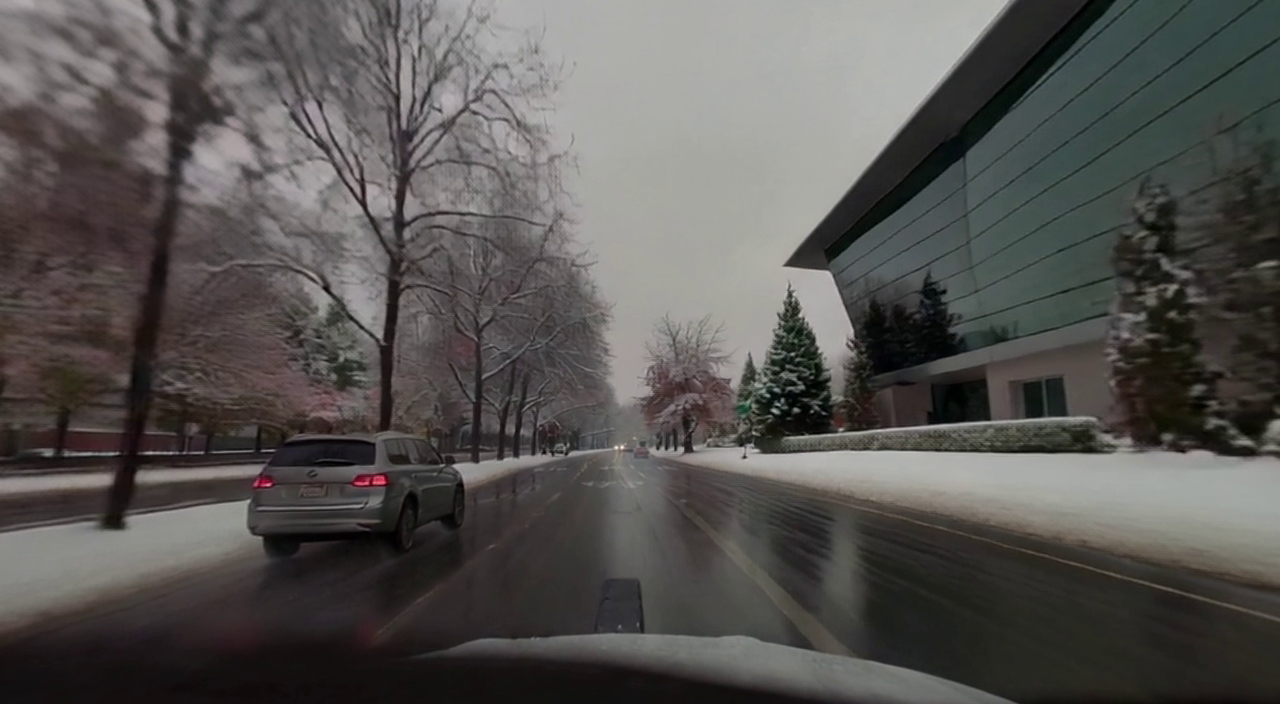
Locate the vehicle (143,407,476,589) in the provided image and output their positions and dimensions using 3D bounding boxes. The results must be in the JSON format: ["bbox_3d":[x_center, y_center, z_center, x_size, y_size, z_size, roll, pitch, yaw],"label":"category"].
[{"bbox_3d":[-3.742,1.724,8.377,2.067,1.700,4.561,0,-8,-2],"label":"vehicle"}]
